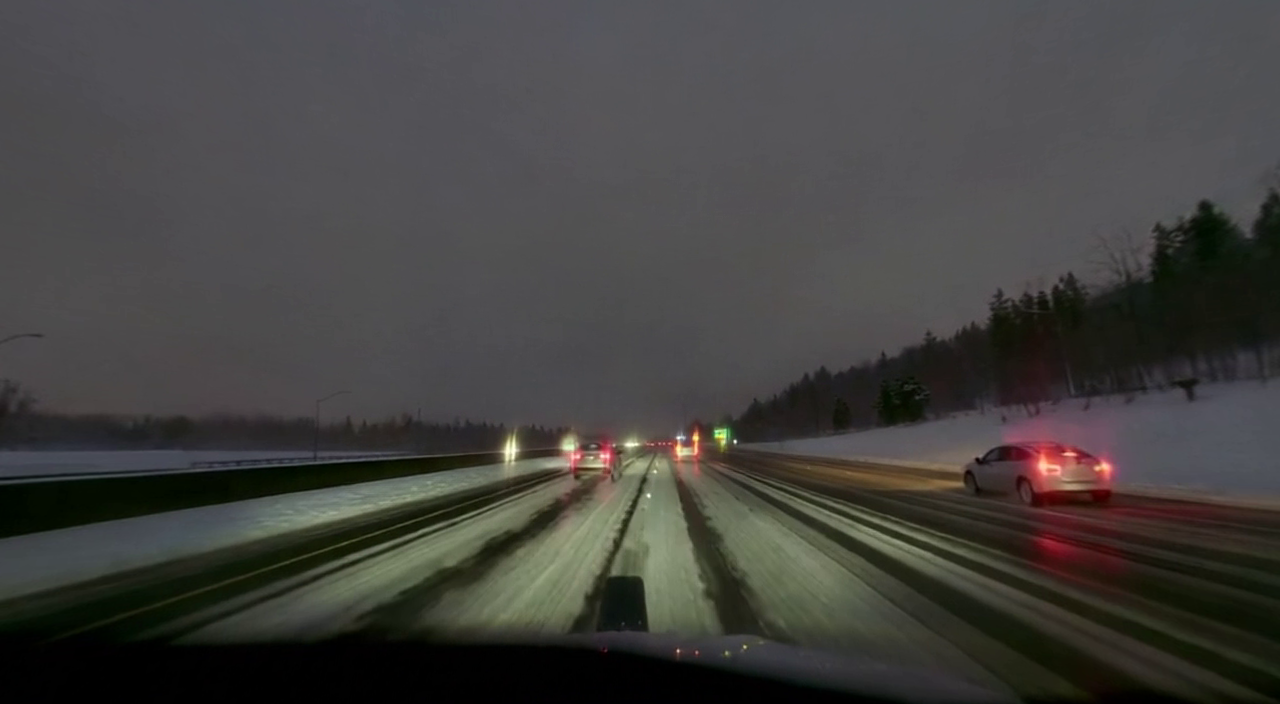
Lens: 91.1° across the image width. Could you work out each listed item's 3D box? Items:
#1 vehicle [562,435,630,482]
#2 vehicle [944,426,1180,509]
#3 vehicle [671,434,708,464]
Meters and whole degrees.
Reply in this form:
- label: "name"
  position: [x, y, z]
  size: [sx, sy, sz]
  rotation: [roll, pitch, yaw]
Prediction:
- label: "vehicle"
  position: [-1.513, 3.876, 23.200]
  size: [2.050, 1.546, 4.344]
  rotation: [-1, -8, 2]
- label: "vehicle"
  position: [8.963, 2.485, 14.059]
  size: [1.870, 1.493, 5.015]
  rotation: [0, -8, 1]
- label: "vehicle"
  position: [3.005, 6.014, 38.998]
  size: [2.063, 1.698, 4.355]
  rotation: [0, -8, 1]
